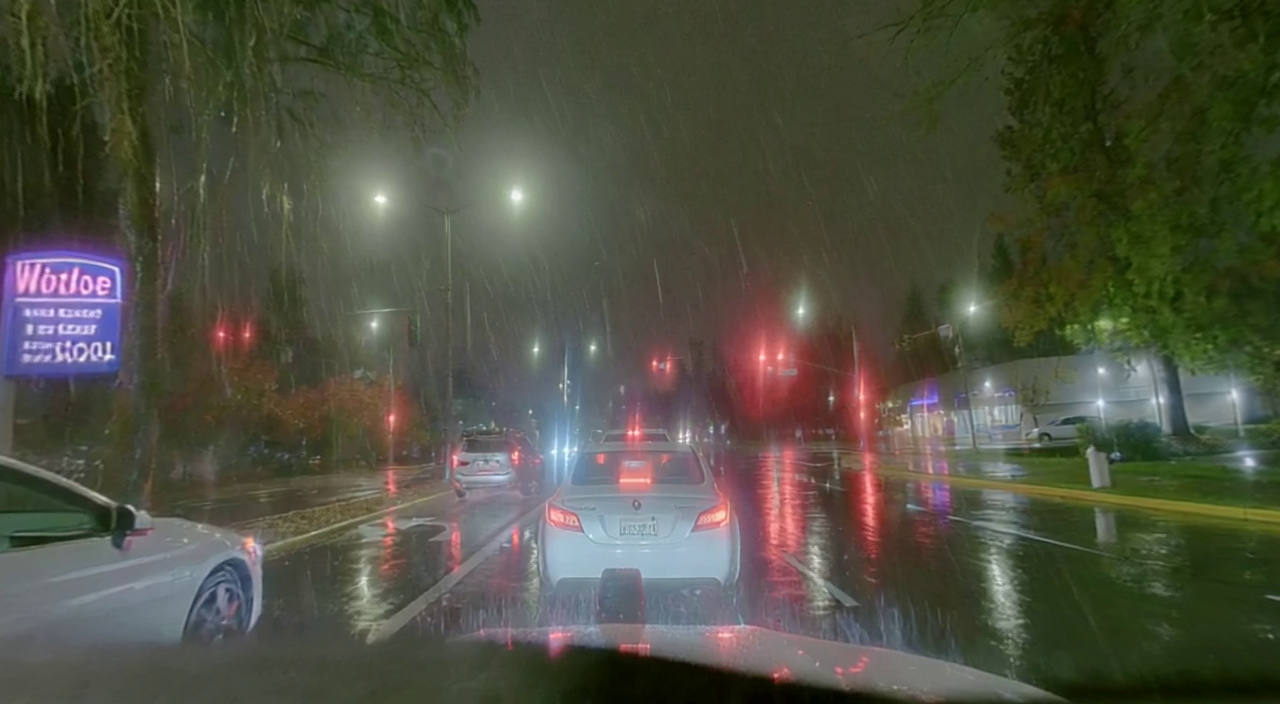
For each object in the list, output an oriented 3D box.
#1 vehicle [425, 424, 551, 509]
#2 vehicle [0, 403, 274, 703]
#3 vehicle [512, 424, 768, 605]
[{"bbox_3d":[-3.441,2.683,15.222,2.046,1.751,4.208,0,-8,-1],"label":"vehicle"},{"bbox_3d":[-3.493,0.890,2.055,1.961,1.487,4.453,0,-8,-1],"label":"vehicle"},{"bbox_3d":[-0.057,1.645,7.304,2.126,1.475,3.967,0,-8,-2],"label":"vehicle"}]
